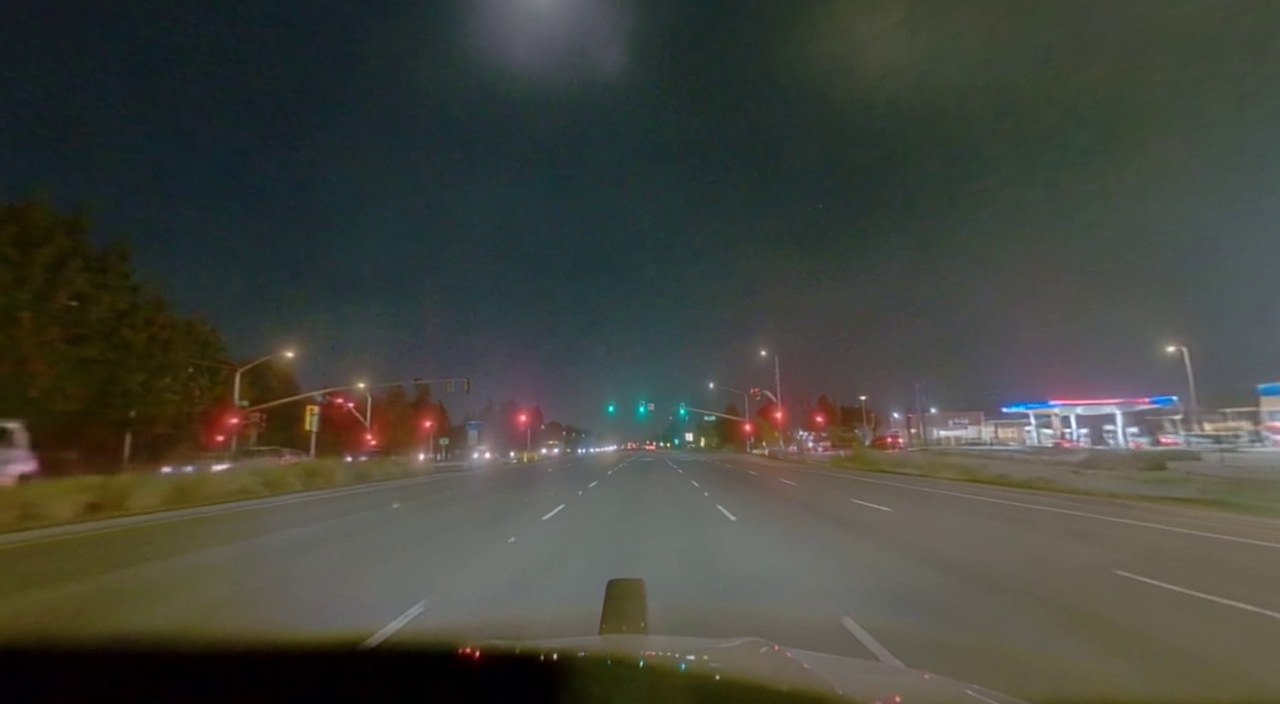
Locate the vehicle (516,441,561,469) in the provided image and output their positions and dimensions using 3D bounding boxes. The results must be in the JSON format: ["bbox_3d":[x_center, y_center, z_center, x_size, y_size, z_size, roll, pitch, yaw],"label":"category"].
[{"bbox_3d":[-5.952,6.066,37.394,1.843,1.528,4.121,0,-8,2],"label":"vehicle"}]

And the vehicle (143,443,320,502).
[{"bbox_3d":[-11.118,3.269,17.659,1.937,1.426,4.529,0,-8,0],"label":"vehicle"}]

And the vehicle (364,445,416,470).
[{"bbox_3d":[-18.043,7.620,45.778,1.926,1.659,4.426,0,-8,0],"label":"vehicle"}]
